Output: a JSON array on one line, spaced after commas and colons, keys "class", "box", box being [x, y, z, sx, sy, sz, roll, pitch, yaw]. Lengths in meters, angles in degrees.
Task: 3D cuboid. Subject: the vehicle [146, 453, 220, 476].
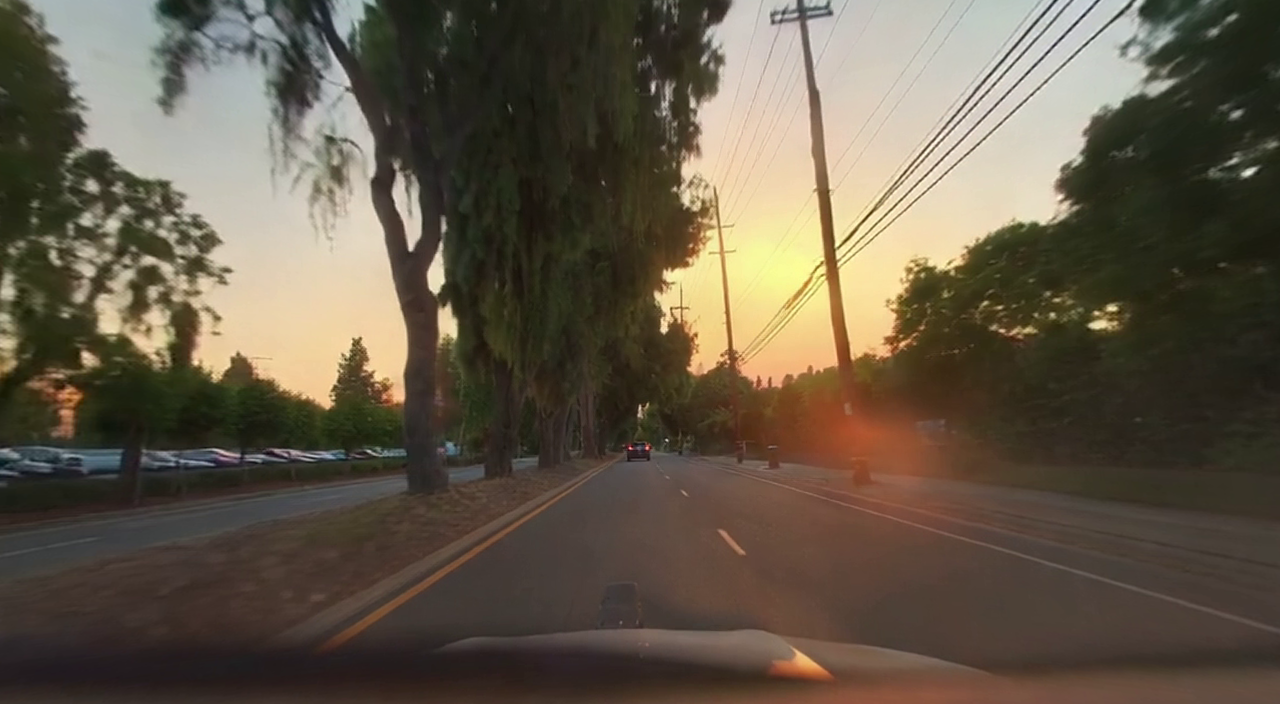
[{"class": "vehicle", "box": [-33.499, 8.259, 46.356, 3.967, 1.373, 1.853, -3, -8, -1]}]

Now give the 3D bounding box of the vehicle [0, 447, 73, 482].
[{"class": "vehicle", "box": [-33.672, 5.965, 33.556, 5.024, 1.788, 2.150, -1, -9, 2]}]

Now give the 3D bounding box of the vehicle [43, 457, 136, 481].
[{"class": "vehicle", "box": [-33.993, 7.204, 39.078, 4.035, 1.392, 1.952, -1, -9, 5]}]
